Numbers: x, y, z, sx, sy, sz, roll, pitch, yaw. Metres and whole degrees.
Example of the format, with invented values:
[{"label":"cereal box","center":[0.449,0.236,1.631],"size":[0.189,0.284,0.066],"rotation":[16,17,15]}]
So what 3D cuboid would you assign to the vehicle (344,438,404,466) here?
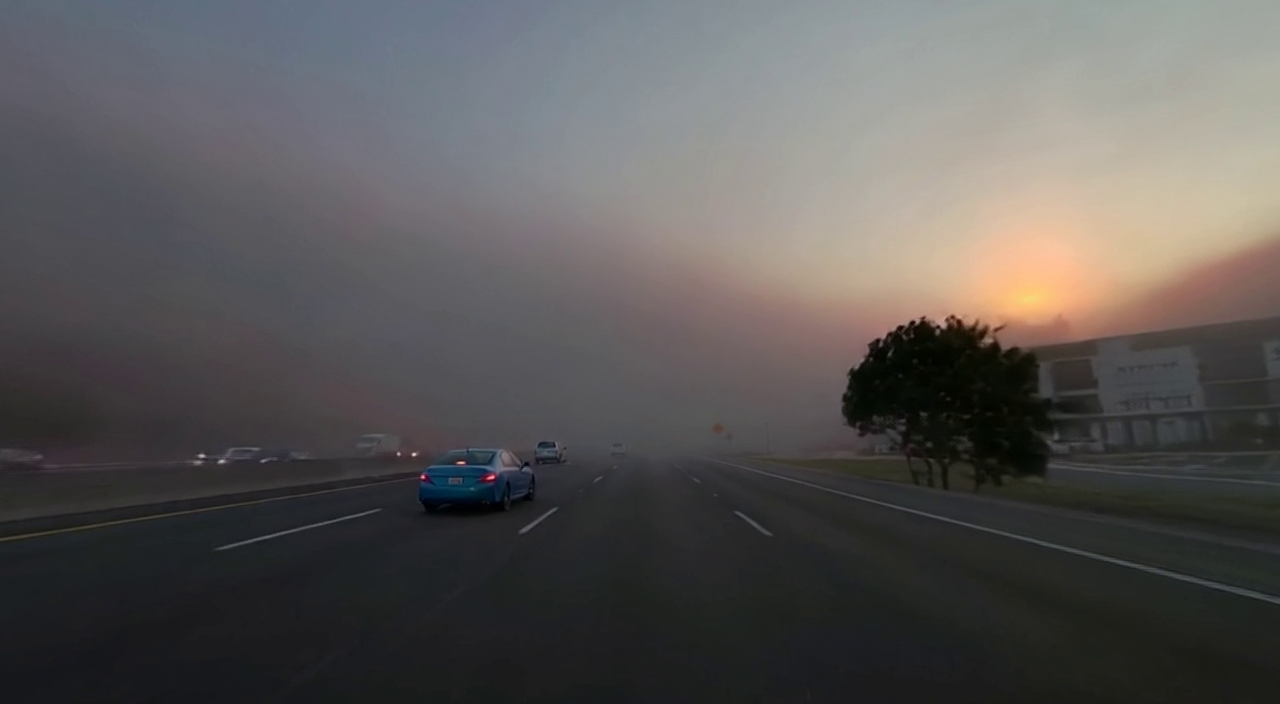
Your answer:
[{"label":"vehicle","center":[-20.847,7.833,49.699],"size":[2.160,2.020,5.622],"rotation":[0,-8,1]}]

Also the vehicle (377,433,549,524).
[{"label":"vehicle","center":[-3.475,2.596,13.613],"size":[2.144,1.565,4.951],"rotation":[0,-8,2]}]

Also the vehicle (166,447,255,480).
[{"label":"vehicle","center":[-24.261,6.281,35.854],"size":[1.962,1.683,4.387],"rotation":[0,-8,0]}]

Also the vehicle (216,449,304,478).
[{"label":"vehicle","center":[-21.162,6.204,35.367],"size":[1.898,1.481,4.682],"rotation":[0,-8,1]}]
